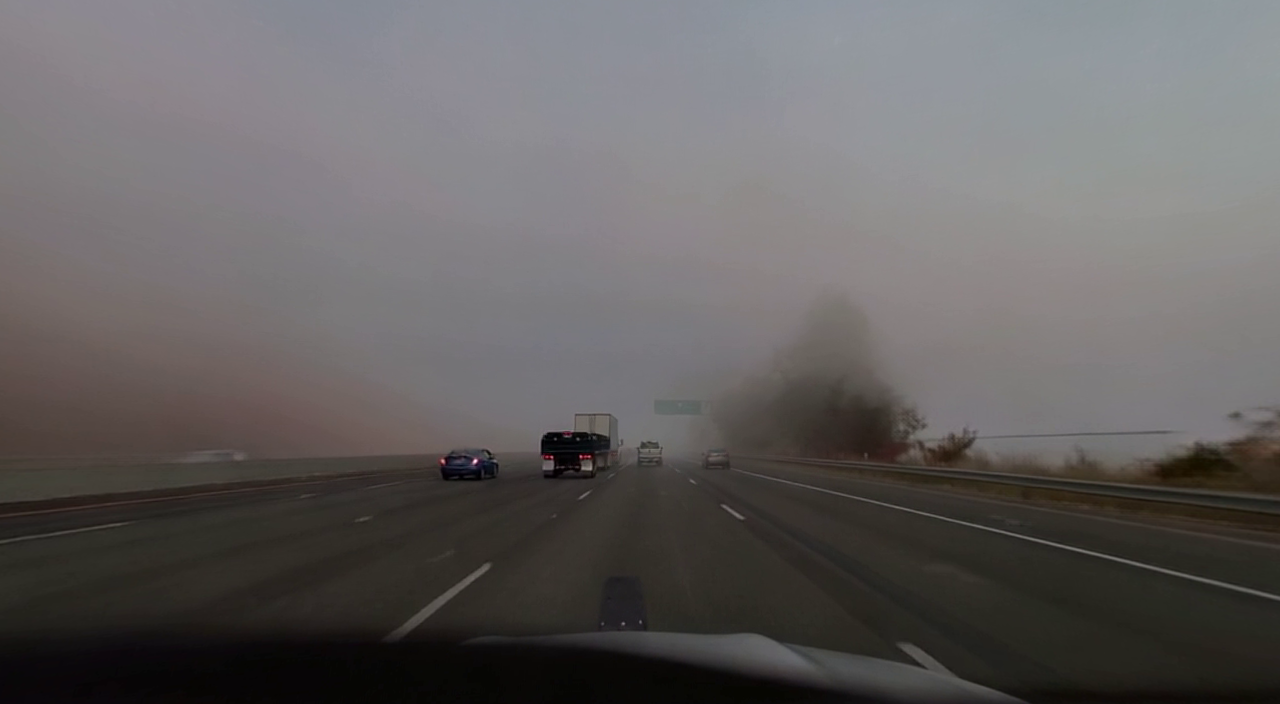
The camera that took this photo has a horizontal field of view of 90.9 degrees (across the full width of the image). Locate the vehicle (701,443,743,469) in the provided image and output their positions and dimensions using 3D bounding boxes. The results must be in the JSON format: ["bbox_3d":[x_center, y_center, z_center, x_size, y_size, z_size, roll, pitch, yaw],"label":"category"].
[{"bbox_3d":[4.976,6.411,38.977,1.993,1.474,4.230,0,-8,0],"label":"vehicle"}]

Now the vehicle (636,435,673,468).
[{"bbox_3d":[0.949,6.537,41.596,2.309,2.023,5.130,0,-8,1],"label":"vehicle"}]

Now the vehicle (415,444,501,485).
[{"bbox_3d":[-7.160,4.446,25.329,1.965,1.437,4.592,-1,-8,2],"label":"vehicle"}]

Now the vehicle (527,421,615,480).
[{"bbox_3d":[-3.194,5.286,34.309,2.854,2.379,16.653,0,-8,0],"label":"vehicle"}]

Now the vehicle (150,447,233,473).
[{"bbox_3d":[-27.951,6.733,39.498,1.796,1.460,4.461,-1,-8,2],"label":"vehicle"}]
